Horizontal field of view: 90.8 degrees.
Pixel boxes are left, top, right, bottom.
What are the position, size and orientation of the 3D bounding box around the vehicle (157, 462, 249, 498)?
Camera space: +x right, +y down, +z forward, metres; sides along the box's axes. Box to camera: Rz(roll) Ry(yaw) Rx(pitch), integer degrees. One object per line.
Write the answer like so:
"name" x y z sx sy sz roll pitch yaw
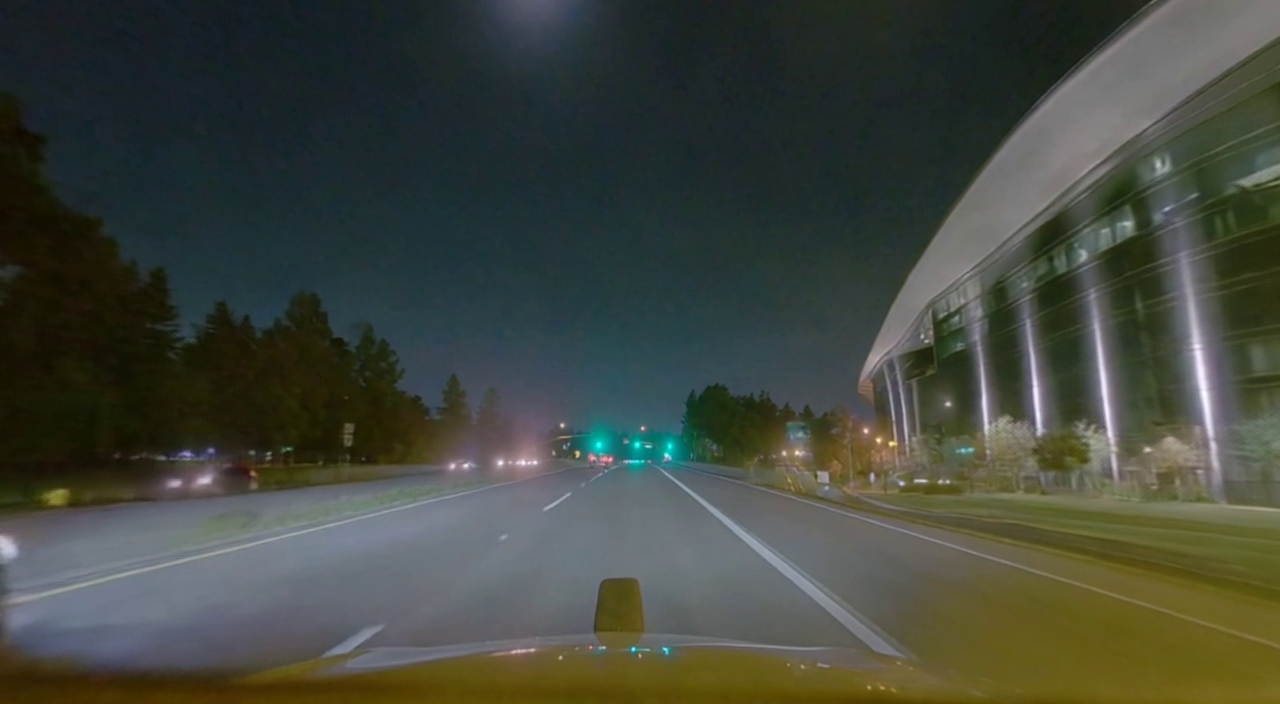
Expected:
"vehicle" -22.577 6.584 32.840 1.819 1.582 4.164 0 -8 -1
